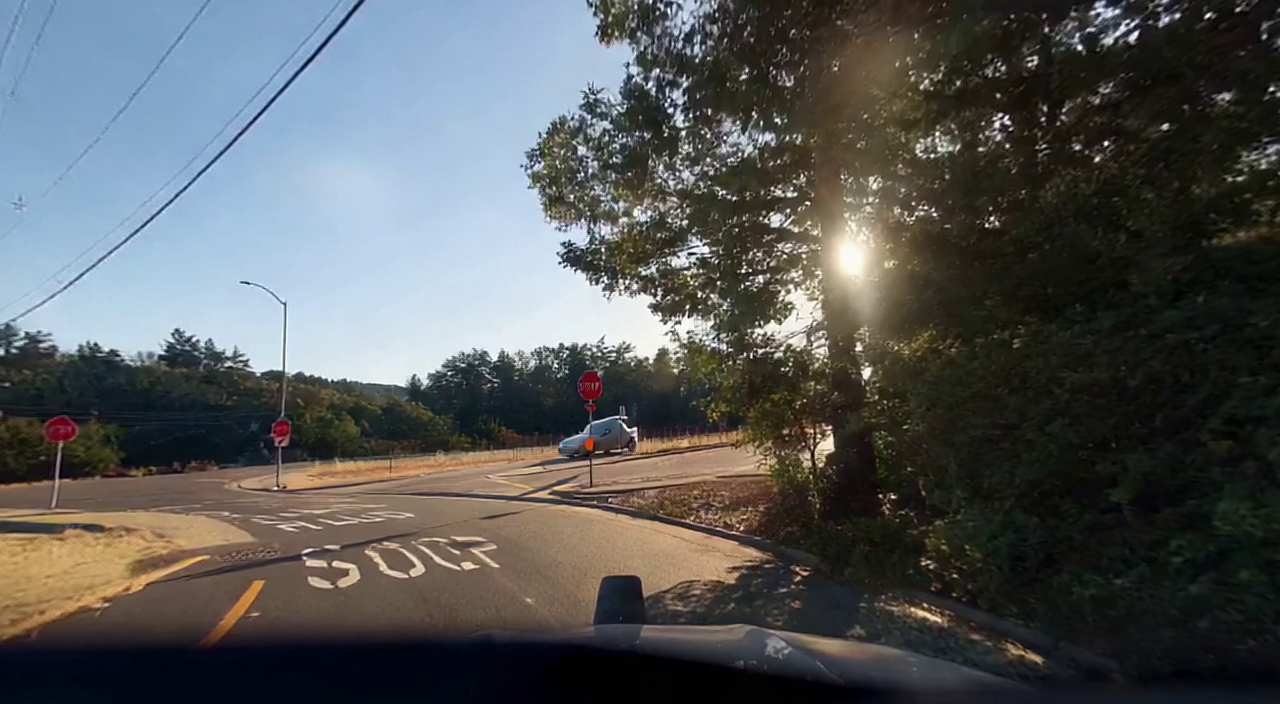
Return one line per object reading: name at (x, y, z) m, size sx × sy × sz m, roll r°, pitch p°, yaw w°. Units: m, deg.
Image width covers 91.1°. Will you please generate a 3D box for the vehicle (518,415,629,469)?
vehicle at (-2.732, 3.770, 26.606) m, size 1.914 × 1.574 × 4.403 m, roll -11°, pitch -6°, yaw 41°
